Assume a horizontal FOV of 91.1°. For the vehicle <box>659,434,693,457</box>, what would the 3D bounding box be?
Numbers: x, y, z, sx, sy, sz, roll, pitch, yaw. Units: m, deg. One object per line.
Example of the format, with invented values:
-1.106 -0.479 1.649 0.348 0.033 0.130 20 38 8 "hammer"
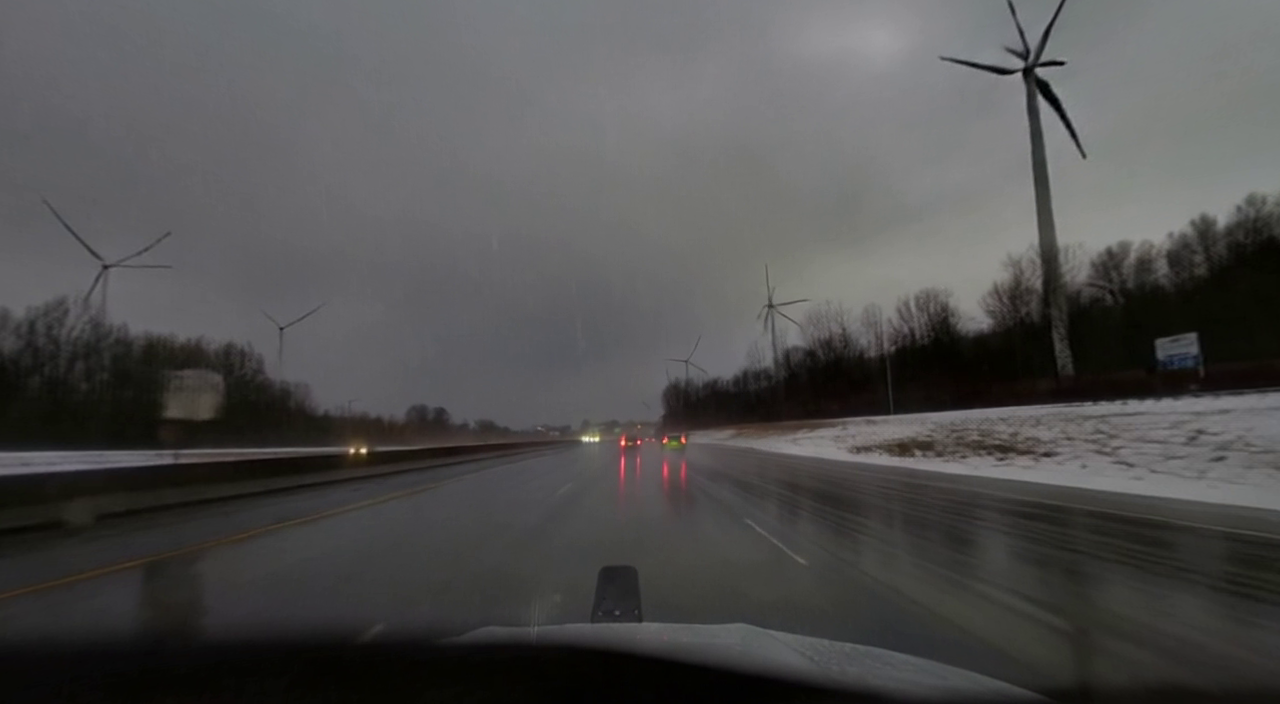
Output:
2.560 6.752 45.614 2.041 1.551 3.974 0 -8 -3 "vehicle"
